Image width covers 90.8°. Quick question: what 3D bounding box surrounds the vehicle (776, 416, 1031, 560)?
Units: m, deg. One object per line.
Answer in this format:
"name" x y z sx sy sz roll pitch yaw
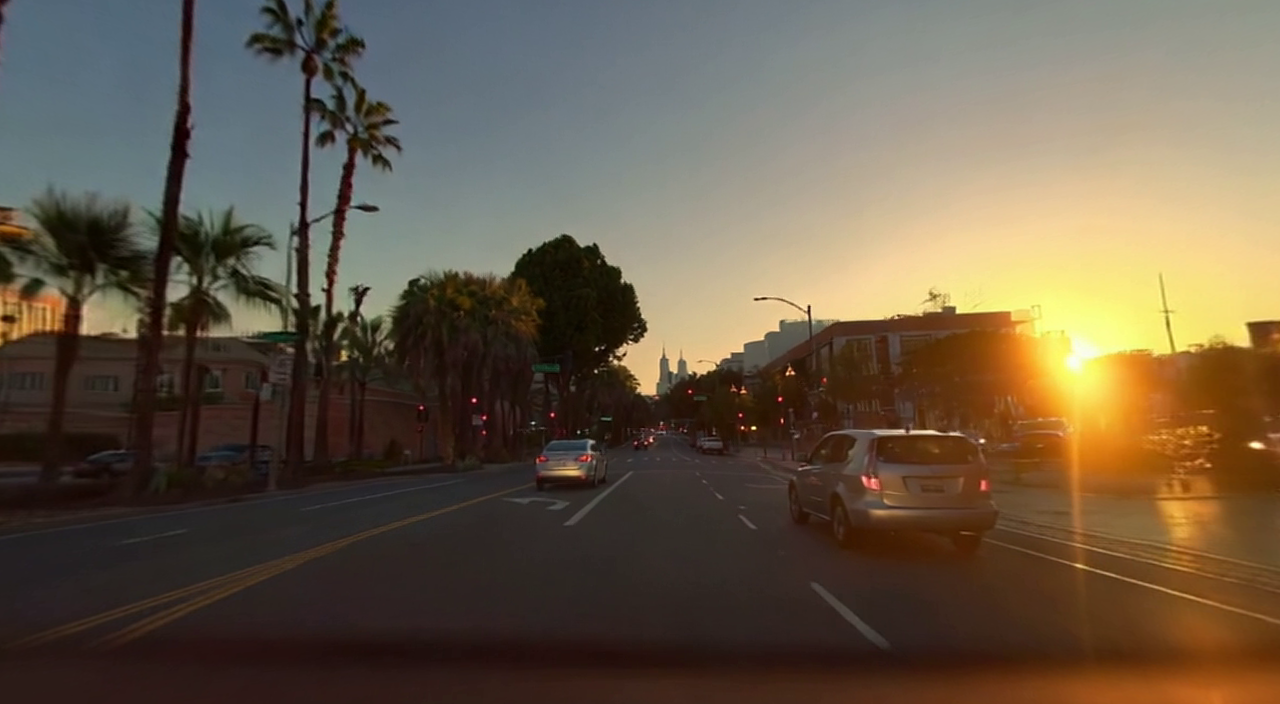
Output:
"vehicle" 3.555 1.914 9.617 1.983 1.654 4.354 0 -8 0

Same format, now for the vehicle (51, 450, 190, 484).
"vehicle" -24.765 5.466 30.362 1.800 1.462 4.752 -4 -9 21

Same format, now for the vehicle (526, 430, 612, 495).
"vehicle" -1.940 3.210 18.703 2.063 1.664 4.471 0 -8 -1

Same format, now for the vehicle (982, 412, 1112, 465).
"vehicle" 17.065 3.611 26.391 5.652 1.992 2.202 5 -10 -32

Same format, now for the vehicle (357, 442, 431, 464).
"vehicle" -18.645 7.662 48.050 4.834 1.589 1.907 0 -8 -5

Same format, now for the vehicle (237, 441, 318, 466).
"vehicle" -26.835 7.547 46.943 4.683 1.748 2.076 0 -8 -2
